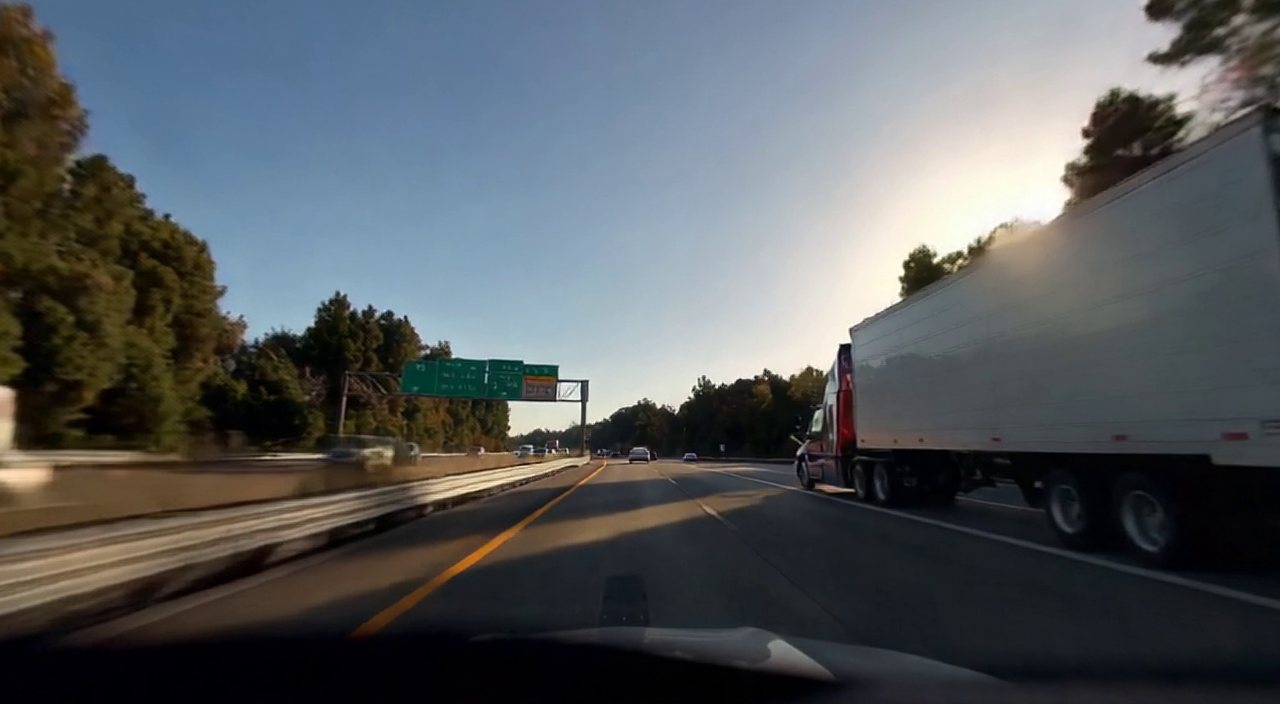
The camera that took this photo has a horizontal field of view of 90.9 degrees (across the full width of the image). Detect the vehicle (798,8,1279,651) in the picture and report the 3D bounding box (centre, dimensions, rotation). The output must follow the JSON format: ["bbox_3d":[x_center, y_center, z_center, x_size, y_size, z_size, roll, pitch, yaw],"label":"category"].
[{"bbox_3d":[5.635,0.812,10.093,2.890,4.006,14.039,-1,-9,1],"label":"vehicle"}]

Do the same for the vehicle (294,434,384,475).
[{"bbox_3d":[-12.147,4.151,25.703,1.778,1.524,3.800,0,-9,0],"label":"vehicle"}]

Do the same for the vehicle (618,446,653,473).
[{"bbox_3d":[-0.270,6.675,39.213,2.111,1.599,3.859,0,-9,0],"label":"vehicle"}]
